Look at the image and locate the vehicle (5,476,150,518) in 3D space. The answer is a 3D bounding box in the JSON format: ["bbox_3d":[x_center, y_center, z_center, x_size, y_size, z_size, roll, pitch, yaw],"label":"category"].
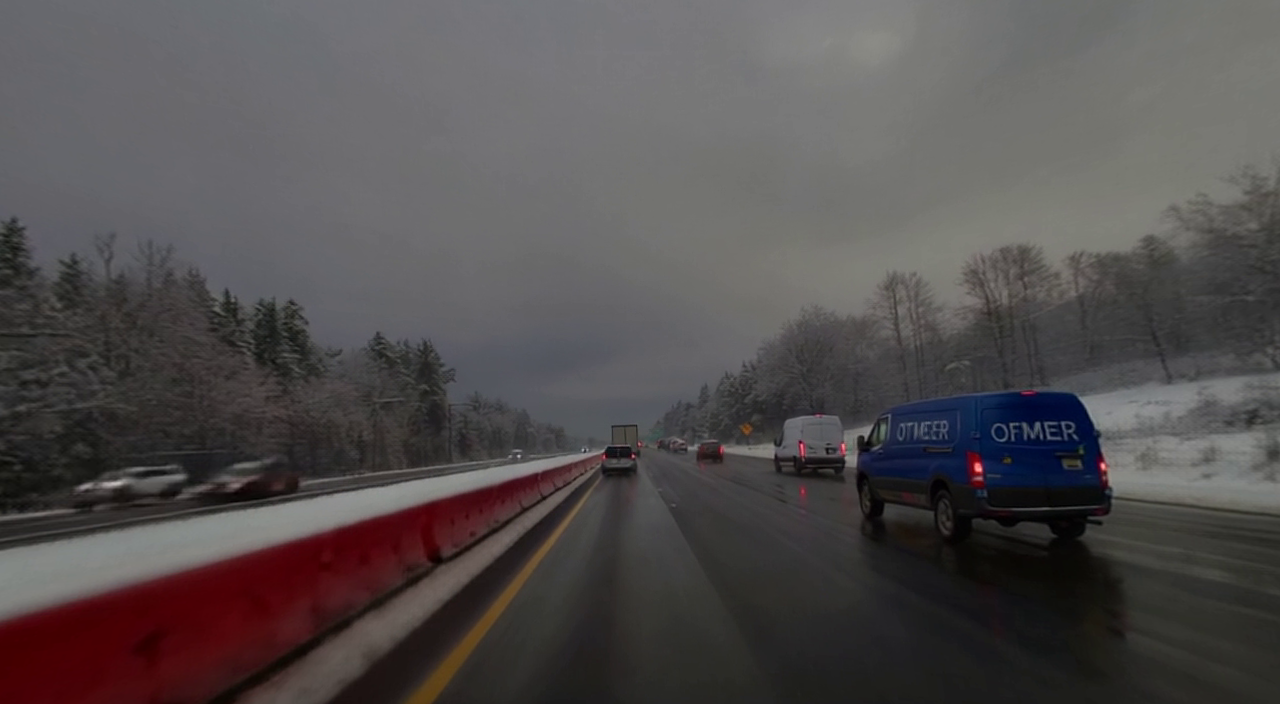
[{"bbox_3d":[-22.137,5.705,25.046,1.889,1.501,4.156,0,-11,0],"label":"vehicle"}]

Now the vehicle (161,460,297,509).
[{"bbox_3d":[-14.624,4.714,22.776,1.876,1.451,4.620,0,-9,-1],"label":"vehicle"}]

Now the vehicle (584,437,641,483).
[{"bbox_3d":[-1.066,4.227,24.902,2.100,1.636,3.620,0,-8,-2],"label":"vehicle"}]

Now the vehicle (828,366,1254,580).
[{"bbox_3d":[4.598,1.510,8.599,2.223,2.008,5.121,0,-8,-3],"label":"vehicle"}]
